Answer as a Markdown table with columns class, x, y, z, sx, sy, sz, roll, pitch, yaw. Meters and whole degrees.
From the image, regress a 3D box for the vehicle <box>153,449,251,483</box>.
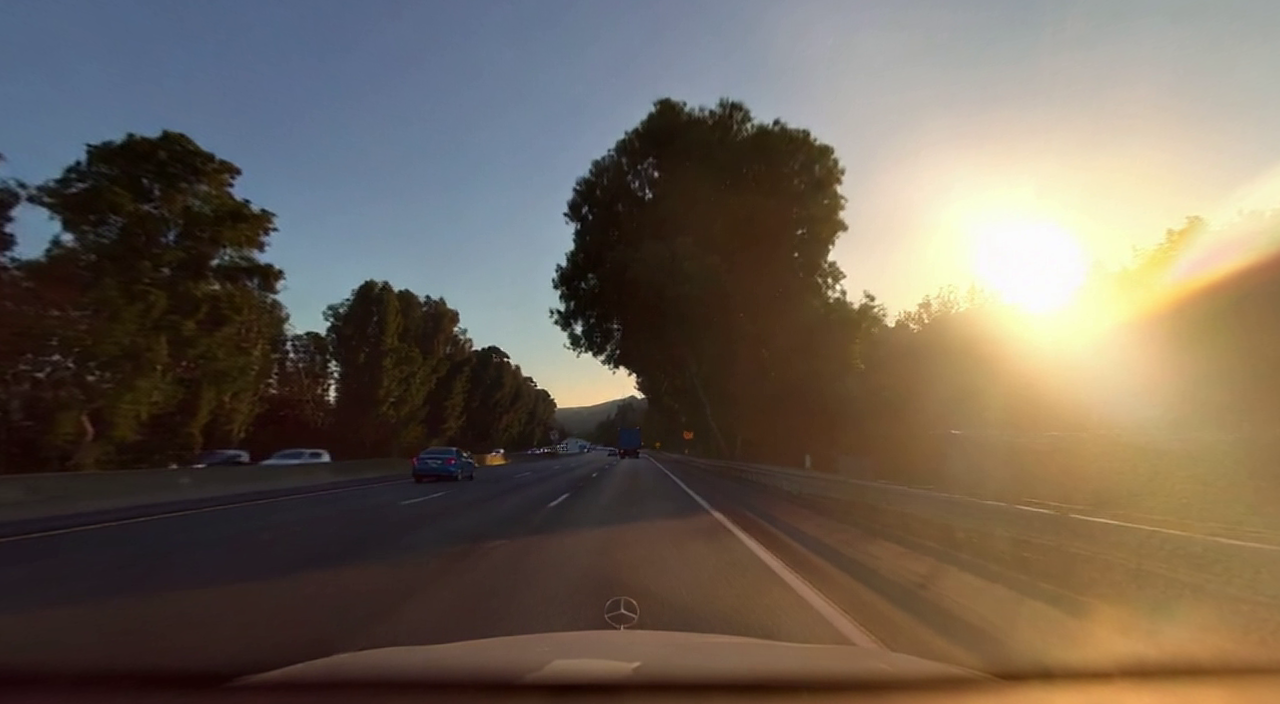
| class | x | y | z | sx | sy | sz | roll | pitch | yaw |
| --- | --- | --- | --- | --- | --- | --- | --- | --- | --- |
| vehicle | -21.788 | 5.669 | 31.671 | 1.848 | 1.553 | 4.323 | 0 | -9 | -1 |

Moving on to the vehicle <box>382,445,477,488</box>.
| class | x | y | z | sx | sy | sz | roll | pitch | yaw |
| --- | --- | --- | --- | --- | --- | --- | --- | --- | --- |
| vehicle | -8.060 | 4.400 | 24.687 | 2.155 | 1.504 | 4.490 | 0 | -9 | 0 |

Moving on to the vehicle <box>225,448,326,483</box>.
| class | x | y | z | sx | sy | sz | roll | pitch | yaw |
| --- | --- | --- | --- | --- | --- | --- | --- | --- | --- |
| vehicle | -17.672 | 5.491 | 30.984 | 2.261 | 1.528 | 4.563 | 0 | -9 | -1 |
